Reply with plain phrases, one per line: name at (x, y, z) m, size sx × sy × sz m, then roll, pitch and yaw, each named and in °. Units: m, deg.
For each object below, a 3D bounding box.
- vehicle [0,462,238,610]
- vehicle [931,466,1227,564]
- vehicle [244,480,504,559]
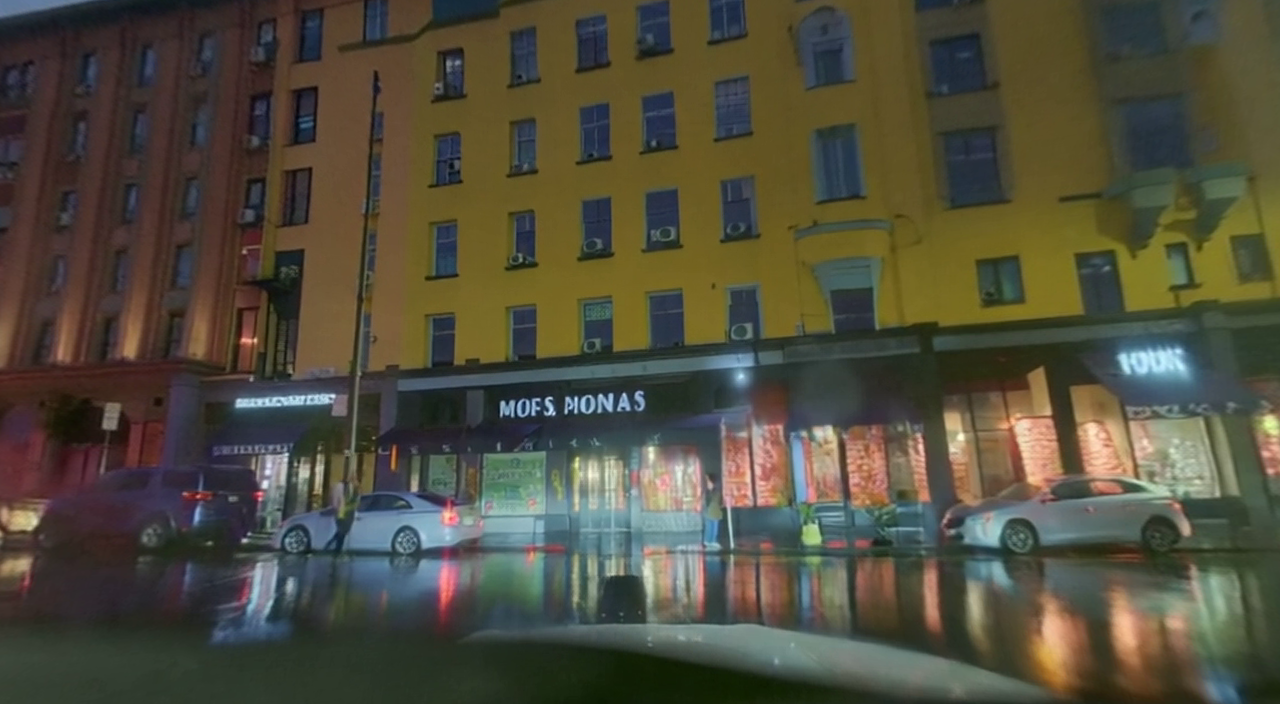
vehicle at (-7.797, 2.161, 7.993) m, size 4.330 × 1.458 × 1.932 m, roll -2°, pitch -8°, yaw 11°
vehicle at (8.528, 3.192, 12.669) m, size 4.410 × 1.687 × 1.834 m, roll -1°, pitch -8°, yaw 5°
vehicle at (-5.596, 3.541, 13.633) m, size 4.830 × 1.421 × 1.826 m, roll -1°, pitch -8°, yaw 7°
